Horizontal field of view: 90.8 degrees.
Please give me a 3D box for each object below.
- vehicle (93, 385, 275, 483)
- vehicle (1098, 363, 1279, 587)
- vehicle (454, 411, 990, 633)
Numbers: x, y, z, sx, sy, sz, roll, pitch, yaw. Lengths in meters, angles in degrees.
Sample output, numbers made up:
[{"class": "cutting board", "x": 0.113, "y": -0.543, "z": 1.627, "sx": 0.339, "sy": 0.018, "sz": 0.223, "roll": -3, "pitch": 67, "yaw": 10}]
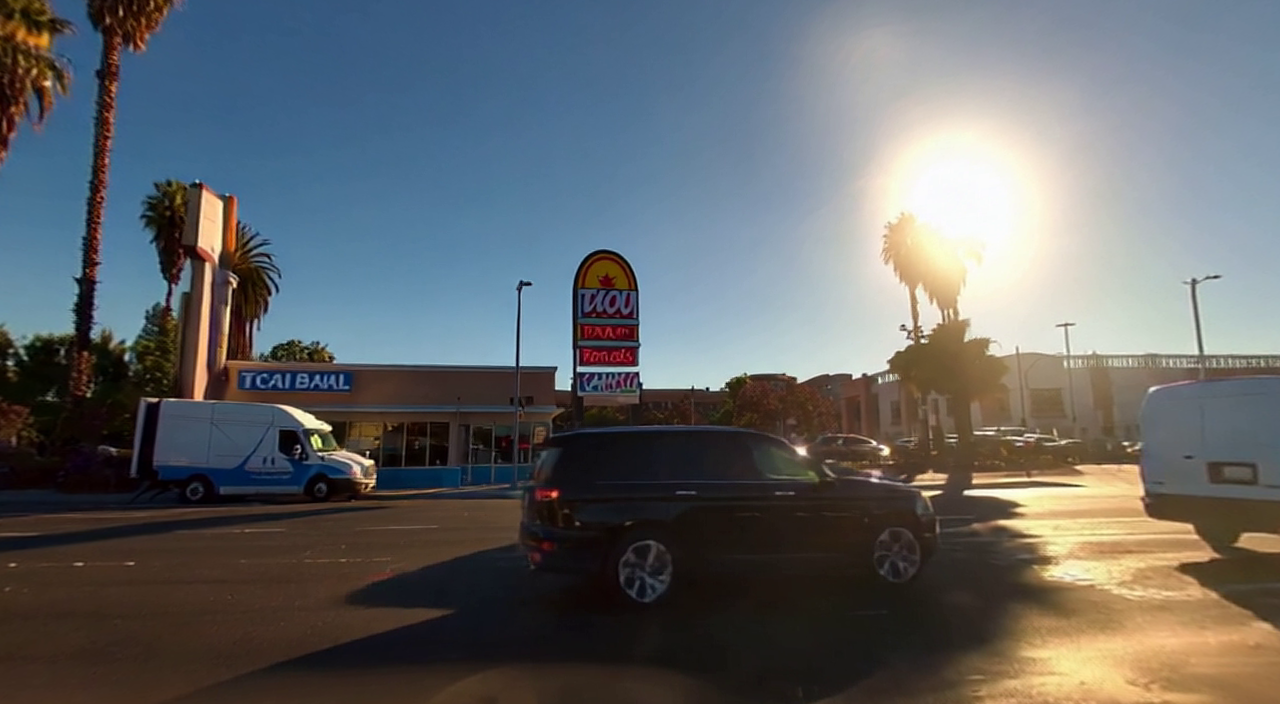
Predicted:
[{"class": "vehicle", "x": -20.718, "y": 3.909, "z": 29.531, "sx": 3.034, "sy": 3.929, "sz": 7.699, "roll": 1, "pitch": -9, "yaw": -5}, {"class": "vehicle", "x": 9.374, "y": 1.403, "z": 7.514, "sx": 6.246, "sy": 2.202, "sz": 2.277, "roll": 1, "pitch": -9, "yaw": -6}, {"class": "vehicle", "x": 0.656, "y": 1.533, "z": 6.363, "sx": 4.493, "sy": 1.728, "sz": 2.137, "roll": 1, "pitch": -9, "yaw": -7}]
